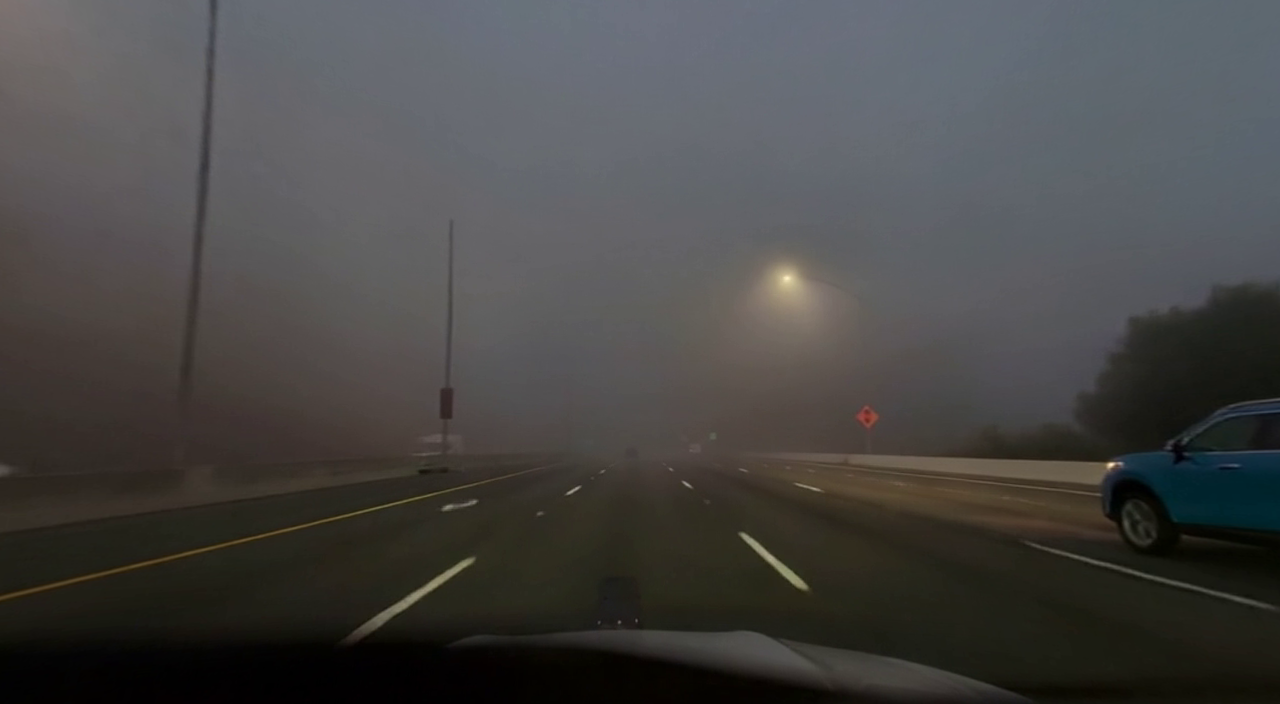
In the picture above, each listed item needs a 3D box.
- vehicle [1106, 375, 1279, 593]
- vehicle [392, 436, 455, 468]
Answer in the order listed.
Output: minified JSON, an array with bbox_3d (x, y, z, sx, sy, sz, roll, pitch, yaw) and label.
[{"bbox_3d":[6.750,1.111,5.222,2.222,1.899,4.595,0,-9,0],"label":"vehicle"},{"bbox_3d":[-14.515,6.728,42.620,2.327,1.992,5.241,0,-9,1],"label":"vehicle"}]
